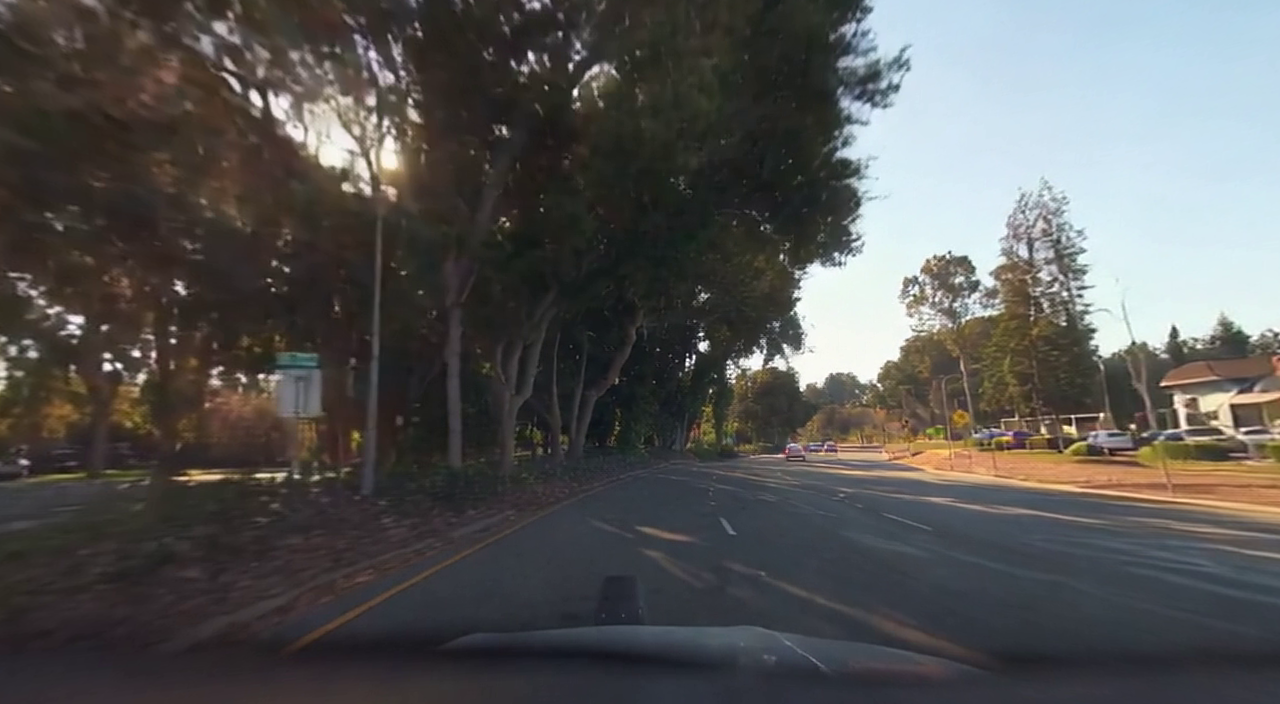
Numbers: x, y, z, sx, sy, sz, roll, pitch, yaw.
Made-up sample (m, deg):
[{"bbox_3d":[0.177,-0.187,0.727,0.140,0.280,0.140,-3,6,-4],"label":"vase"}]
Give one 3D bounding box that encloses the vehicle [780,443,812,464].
[{"bbox_3d":[11.777,7.670,47.916,1.988,1.460,3.996,-2,-9,9],"label":"vehicle"}]
